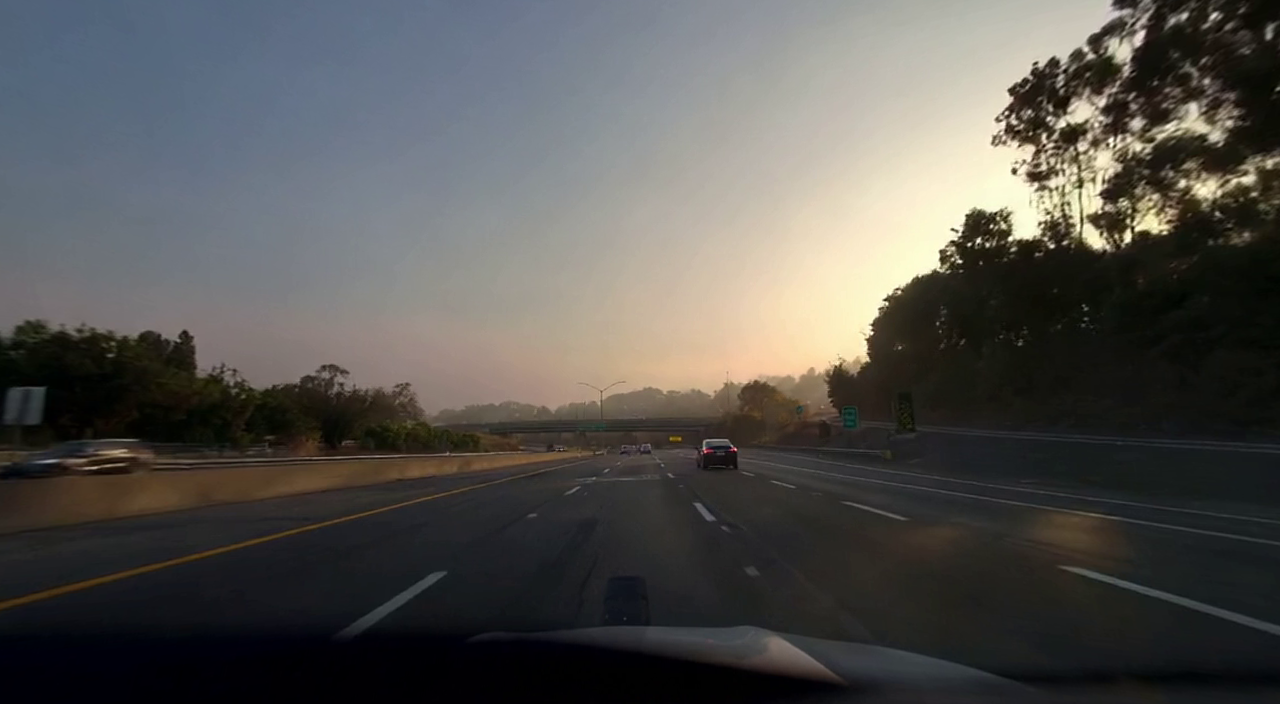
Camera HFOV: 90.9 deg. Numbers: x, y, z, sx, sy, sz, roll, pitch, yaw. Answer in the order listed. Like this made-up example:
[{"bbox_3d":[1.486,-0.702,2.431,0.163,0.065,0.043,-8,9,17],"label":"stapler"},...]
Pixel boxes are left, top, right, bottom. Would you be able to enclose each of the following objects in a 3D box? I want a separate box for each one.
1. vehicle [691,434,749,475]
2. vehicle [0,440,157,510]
[{"bbox_3d":[3.554,4.656,28.868,2.039,1.701,4.834,0,-8,0],"label":"vehicle"},{"bbox_3d":[-14.904,2.963,15.613,1.938,1.498,4.851,0,-8,2],"label":"vehicle"}]
